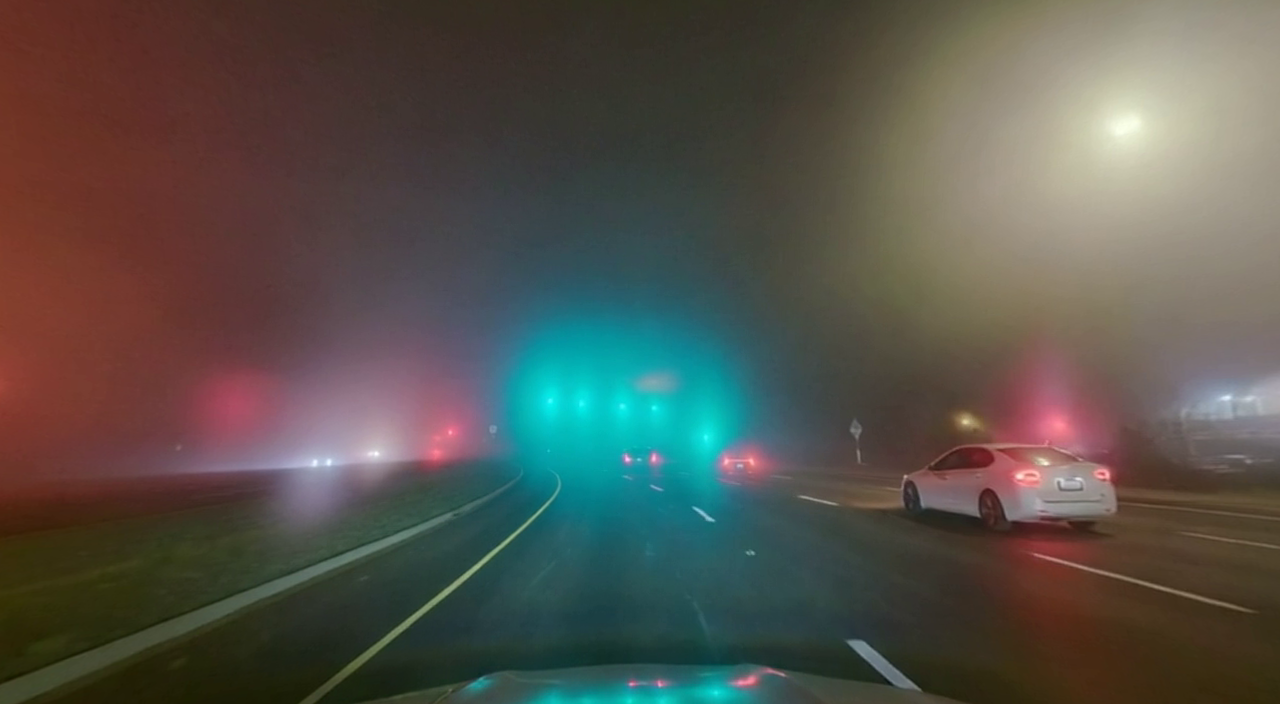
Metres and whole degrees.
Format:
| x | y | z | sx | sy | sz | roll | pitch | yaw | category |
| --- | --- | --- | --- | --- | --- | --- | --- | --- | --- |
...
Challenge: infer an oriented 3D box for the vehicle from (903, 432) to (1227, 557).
| x | y | z | sx | sy | sz | roll | pitch | yaw | category |
| --- | --- | --- | --- | --- | --- | --- | --- | --- | --- |
| 6.068 | 2.044 | 9.865 | 1.882 | 1.476 | 4.344 | 0 | -8 | -3 | vehicle |

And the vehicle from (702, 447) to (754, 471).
| x | y | z | sx | sy | sz | roll | pitch | yaw | category |
| --- | --- | --- | --- | --- | --- | --- | --- | --- | --- |
| 5.712 | 7.011 | 41.685 | 1.940 | 1.460 | 4.652 | 1 | -9 | -11 | vehicle |

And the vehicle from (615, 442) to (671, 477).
| x | y | z | sx | sy | sz | roll | pitch | yaw | category |
| --- | --- | --- | --- | --- | --- | --- | --- | --- | --- |
| 0.062 | 5.562 | 32.966 | 2.122 | 1.646 | 4.525 | 1 | -9 | -10 | vehicle |
